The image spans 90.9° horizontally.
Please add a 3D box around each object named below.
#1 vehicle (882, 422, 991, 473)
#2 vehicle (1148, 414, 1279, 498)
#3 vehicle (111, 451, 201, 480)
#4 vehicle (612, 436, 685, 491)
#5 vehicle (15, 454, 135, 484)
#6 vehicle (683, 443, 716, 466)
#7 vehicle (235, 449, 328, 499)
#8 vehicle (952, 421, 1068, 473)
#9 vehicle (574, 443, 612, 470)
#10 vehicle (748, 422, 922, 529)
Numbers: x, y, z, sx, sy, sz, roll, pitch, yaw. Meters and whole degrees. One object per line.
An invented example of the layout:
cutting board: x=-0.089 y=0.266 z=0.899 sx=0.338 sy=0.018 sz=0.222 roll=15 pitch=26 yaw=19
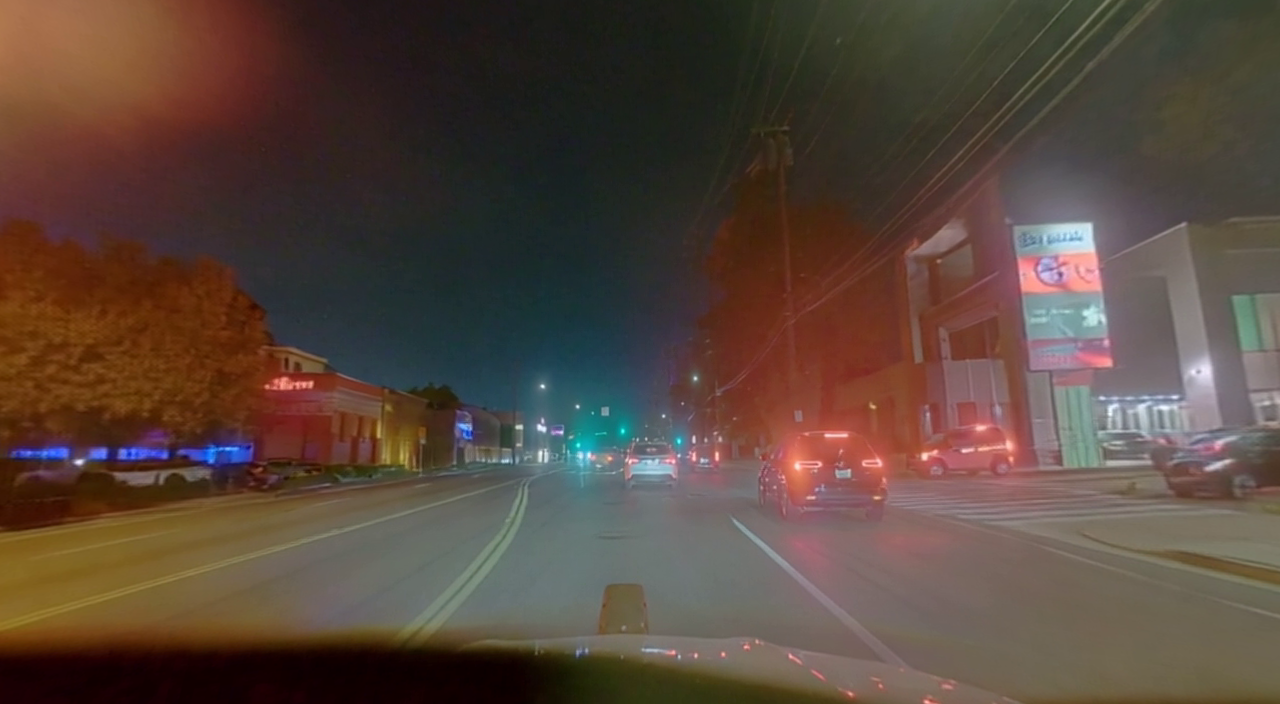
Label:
vehicle: x=11.741 y=3.861 z=25.435 sx=2.238 sy=1.845 sz=4.874 roll=-1 pitch=-9 yaw=3
vehicle: x=13.362 y=2.165 z=13.197 sx=1.899 sy=1.602 sz=4.297 roll=0 pitch=-9 yaw=2
vehicle: x=-30.502 y=7.130 z=39.889 sx=1.903 sy=1.649 sz=4.654 roll=0 pitch=-9 yaw=1
vehicle: x=0.269 y=3.698 z=21.322 sx=2.200 sy=1.653 sz=4.127 roll=0 pitch=-9 yaw=0
vehicle: x=-30.536 y=6.310 z=34.293 sx=1.951 sy=1.459 sz=4.803 roll=0 pitch=-9 yaw=2
vehicle: x=4.079 y=7.147 z=43.938 sx=1.880 sy=1.503 sz=4.130 roll=0 pitch=-9 yaw=-1
vehicle: x=-12.705 y=4.284 z=22.225 sx=2.006 sy=1.510 sz=4.290 roll=6 pitch=-12 yaw=-40
vehicle: x=14.349 y=3.745 z=24.819 sx=2.146 sy=1.837 sz=4.512 roll=-1 pitch=-9 yaw=6
vehicle: x=-2.786 y=6.146 z=37.247 sx=2.104 sy=1.488 sz=4.546 roll=0 pitch=-9 yaw=-4
vehicle: x=3.562 y=2.350 z=12.579 sx=2.024 sy=1.711 sz=4.512 roll=0 pitch=-9 yaw=0
